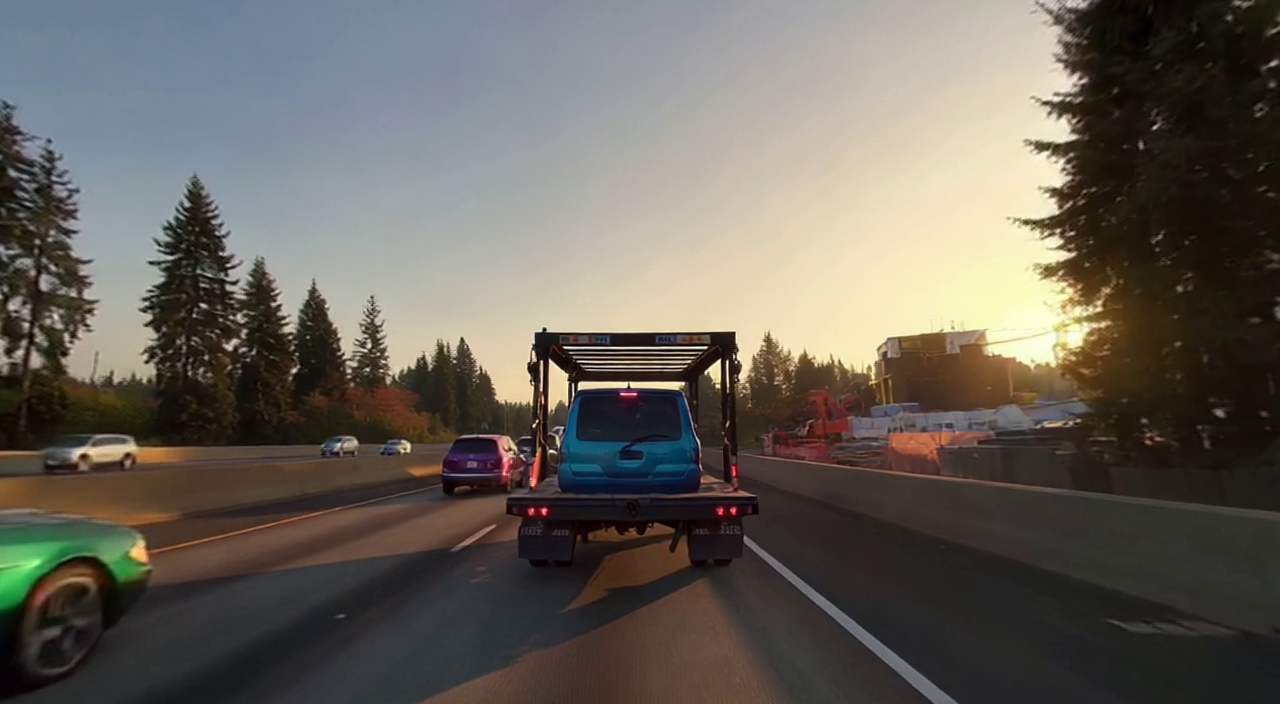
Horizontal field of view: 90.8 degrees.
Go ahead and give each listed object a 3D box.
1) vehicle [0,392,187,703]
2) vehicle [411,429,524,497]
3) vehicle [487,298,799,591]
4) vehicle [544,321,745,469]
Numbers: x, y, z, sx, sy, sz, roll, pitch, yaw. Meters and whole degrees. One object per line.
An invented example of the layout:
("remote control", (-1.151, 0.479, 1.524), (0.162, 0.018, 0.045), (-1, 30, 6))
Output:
("vehicle", (-3.819, 0.720, 1.268), (2.155, 1.513, 4.964), (0, -9, 0))
("vehicle", (-4.690, 3.091, 17.985), (2.057, 1.665, 4.572), (0, -9, -2))
("vehicle", (-0.175, 1.572, 10.879), (2.735, 2.597, 10.435), (0, -9, -2))
("vehicle", (-0.037, 0.802, 9.181), (2.156, 1.604, 4.680), (0, -9, -2))
